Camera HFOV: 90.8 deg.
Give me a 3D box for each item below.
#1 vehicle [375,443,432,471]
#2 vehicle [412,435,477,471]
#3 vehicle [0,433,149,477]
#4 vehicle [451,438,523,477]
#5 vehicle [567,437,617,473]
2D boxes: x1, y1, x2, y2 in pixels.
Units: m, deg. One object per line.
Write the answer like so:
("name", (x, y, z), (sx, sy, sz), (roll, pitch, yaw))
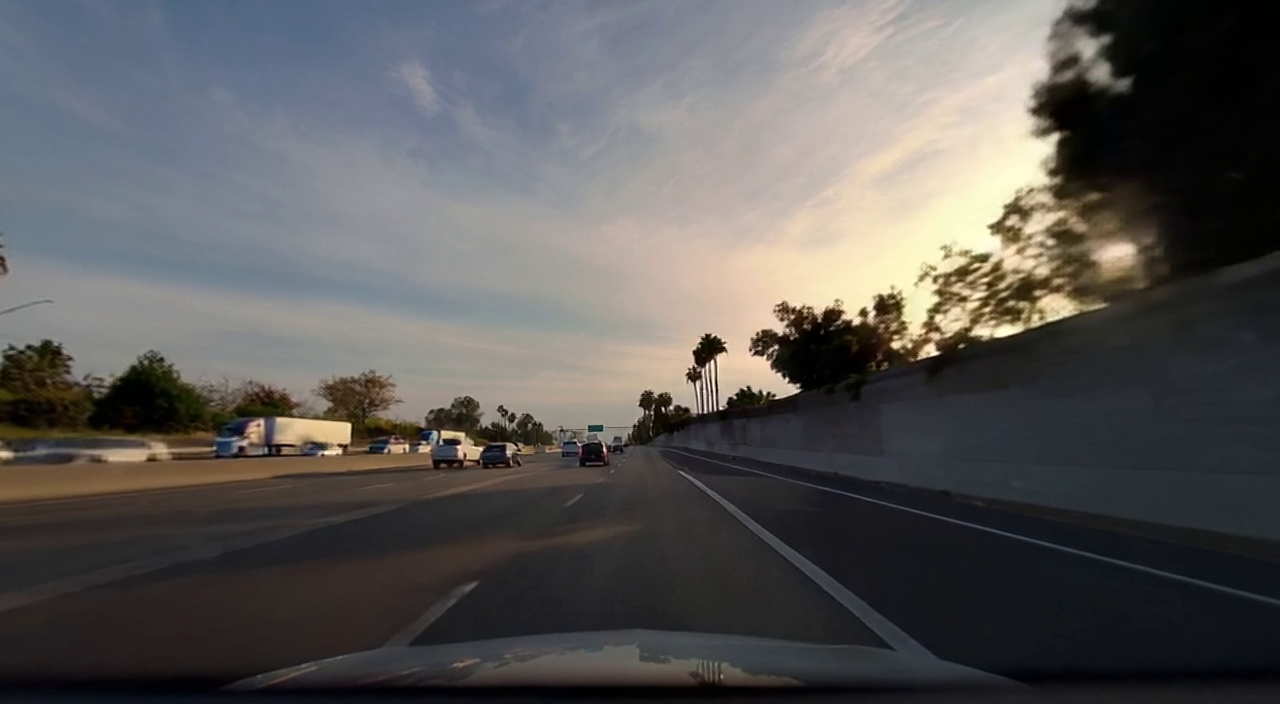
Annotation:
("vehicle", (-14.829, 6.562, 39.788), (1.836, 1.662, 4.317), (0, -9, 1))
("vehicle", (-10.897, 5.676, 35.614), (1.986, 1.875, 4.902), (0, -9, 1))
("vehicle", (-20.863, 3.815, 23.556), (1.789, 1.494, 3.928), (0, -9, 2))
("vehicle", (-7.200, 5.016, 30.265), (2.204, 1.677, 4.438), (0, -9, 1))
("vehicle", (-2.368, 5.258, 32.440), (2.201, 1.672, 4.128), (0, -9, 0))
